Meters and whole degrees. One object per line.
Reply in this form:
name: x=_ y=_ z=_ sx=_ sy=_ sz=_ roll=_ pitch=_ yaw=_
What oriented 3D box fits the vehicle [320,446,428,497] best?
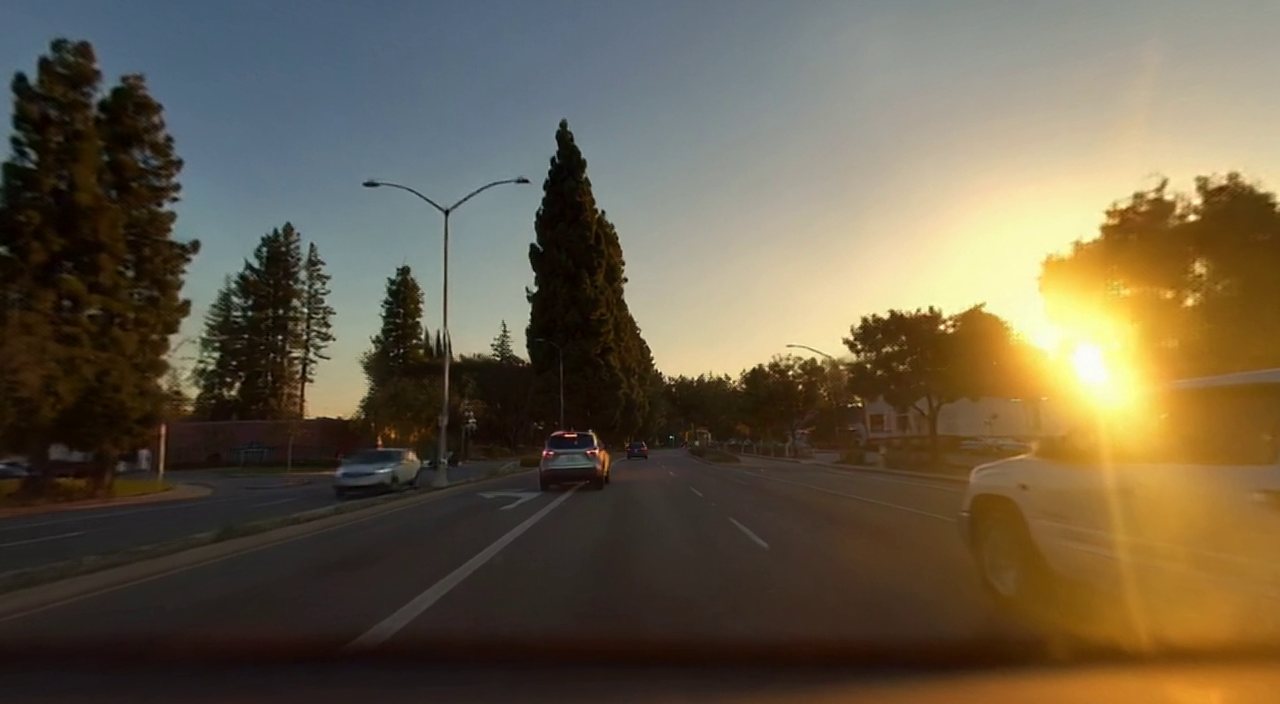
vehicle: x=-8.989 y=4.033 z=21.739 sx=2.001 sy=1.579 sz=3.930 roll=0 pitch=-8 yaw=0

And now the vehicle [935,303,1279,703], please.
vehicle: x=3.497 y=0.747 z=2.633 sx=2.238 sy=1.767 sz=4.563 roll=0 pitch=-8 yaw=-1

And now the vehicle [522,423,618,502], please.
vehicle: x=-1.829 y=3.030 z=17.786 sx=2.300 sy=1.870 sz=4.936 roll=0 pitch=-8 yaw=-3

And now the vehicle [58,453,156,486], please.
vehicle: x=-28.478 y=6.258 z=33.837 sx=3.590 sy=1.477 sz=1.837 roll=-3 pitch=-8 yaw=0
